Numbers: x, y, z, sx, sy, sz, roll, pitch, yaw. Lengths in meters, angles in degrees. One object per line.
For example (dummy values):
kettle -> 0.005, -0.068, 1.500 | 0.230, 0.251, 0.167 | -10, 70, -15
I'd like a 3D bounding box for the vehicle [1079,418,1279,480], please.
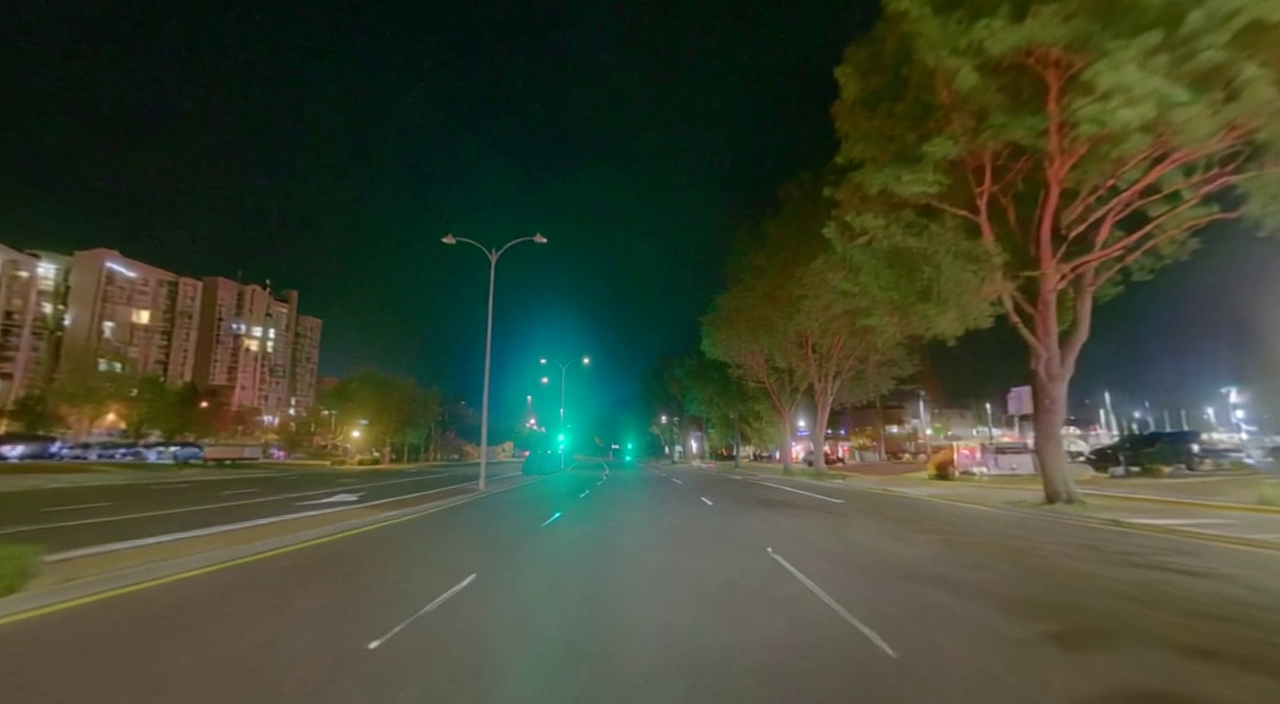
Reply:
vehicle -> 37.770, 6.731, 43.376 | 3.455, 3.683, 12.209 | 6, -10, -24
